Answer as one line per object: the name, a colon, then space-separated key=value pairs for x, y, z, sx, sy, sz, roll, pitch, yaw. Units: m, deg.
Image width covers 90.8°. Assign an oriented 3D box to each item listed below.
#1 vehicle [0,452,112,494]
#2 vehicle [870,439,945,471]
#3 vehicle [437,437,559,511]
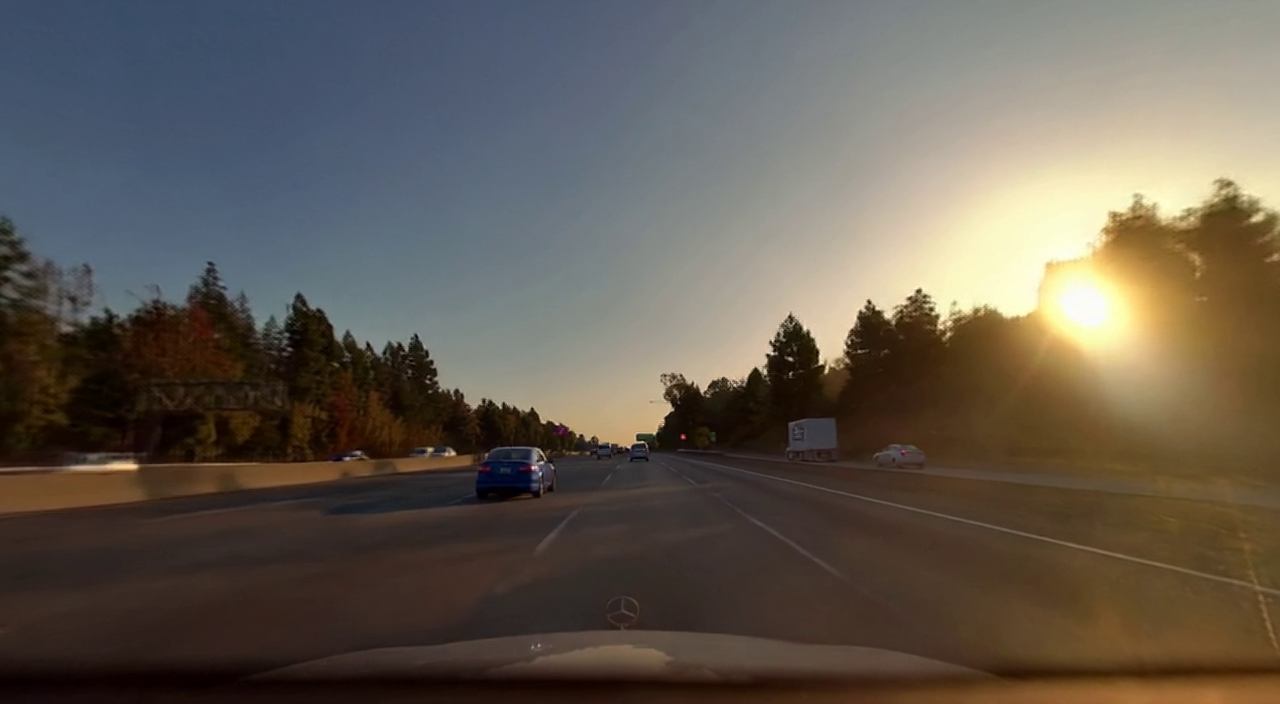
vehicle: x=-24.722 y=4.924 z=26.045 sx=1.895 sy=1.549 sz=4.569 roll=0 pitch=-9 yaw=0
vehicle: x=15.309 y=5.915 z=36.468 sx=2.081 sy=1.707 sz=4.756 roll=0 pitch=-9 yaw=-2
vehicle: x=-3.276 y=2.916 z=15.514 sx=2.020 sy=1.554 sz=4.137 roll=0 pitch=-9 yaw=0
